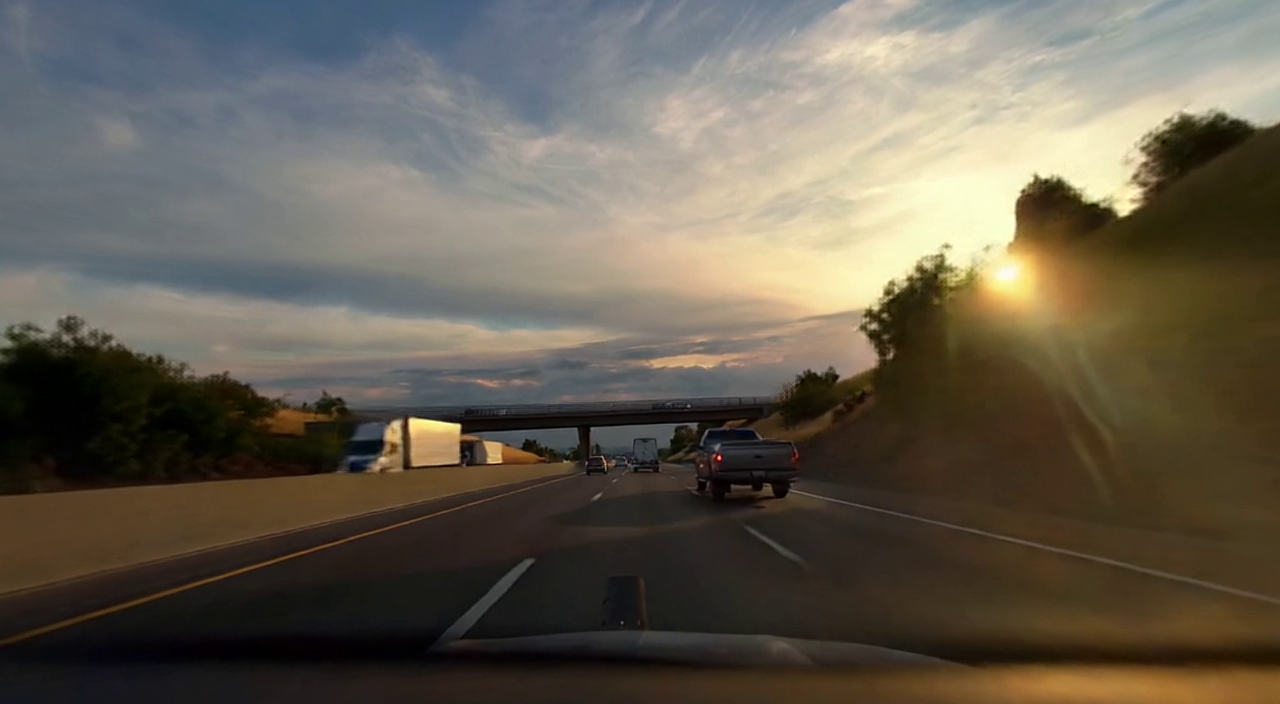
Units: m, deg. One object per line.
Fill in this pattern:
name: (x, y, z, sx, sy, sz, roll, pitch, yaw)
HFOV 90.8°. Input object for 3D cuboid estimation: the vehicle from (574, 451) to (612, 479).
vehicle: (-2.906, 7.048, 39.646, 2.007, 1.647, 3.854, 0, -9, 1)

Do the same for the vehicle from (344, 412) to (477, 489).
vehicle: (-14.662, 6.648, 42.794, 2.885, 4.151, 16.611, 0, -9, 0)

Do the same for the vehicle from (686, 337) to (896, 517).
vehicle: (3.961, 2.920, 22.500, 3.131, 4.037, 16.729, 0, -9, -1)
